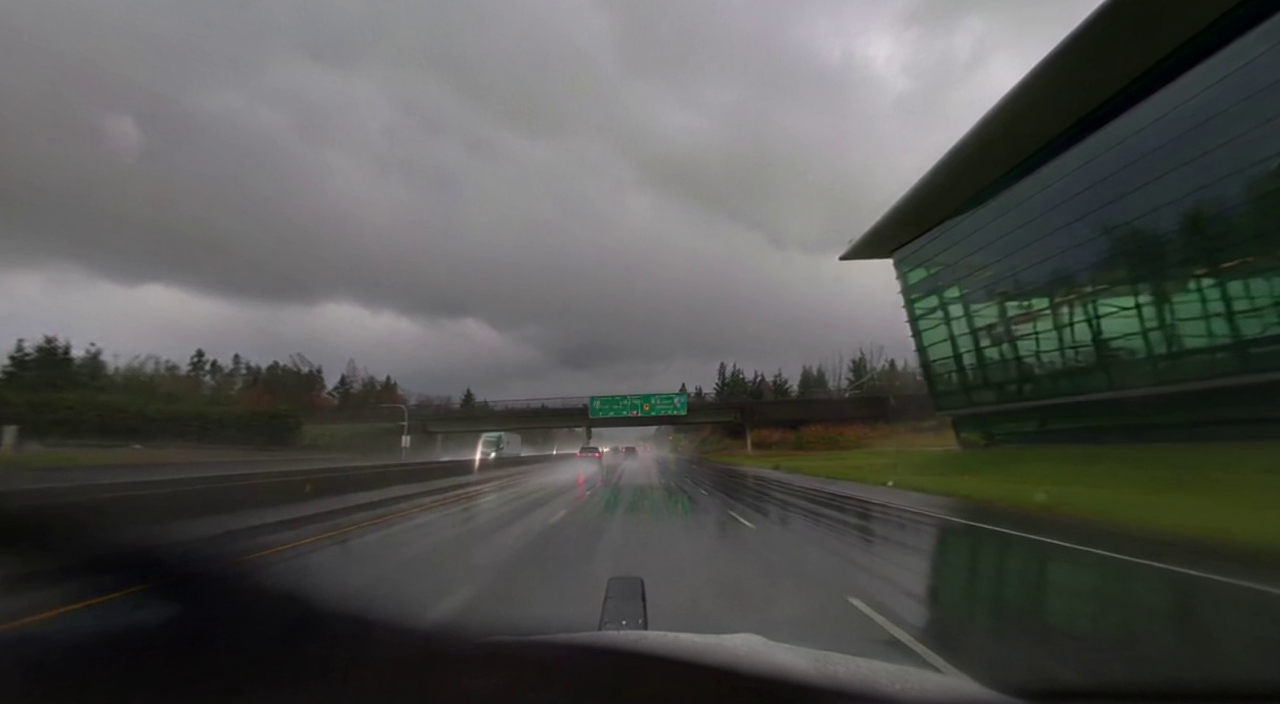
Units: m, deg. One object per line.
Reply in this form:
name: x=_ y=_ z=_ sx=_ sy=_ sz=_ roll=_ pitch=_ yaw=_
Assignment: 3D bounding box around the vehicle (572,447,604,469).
vehicle: x=-3.894 y=7.995 z=47.675 sx=2.042 sy=1.506 sz=4.211 roll=0 pitch=-9 yaw=0
